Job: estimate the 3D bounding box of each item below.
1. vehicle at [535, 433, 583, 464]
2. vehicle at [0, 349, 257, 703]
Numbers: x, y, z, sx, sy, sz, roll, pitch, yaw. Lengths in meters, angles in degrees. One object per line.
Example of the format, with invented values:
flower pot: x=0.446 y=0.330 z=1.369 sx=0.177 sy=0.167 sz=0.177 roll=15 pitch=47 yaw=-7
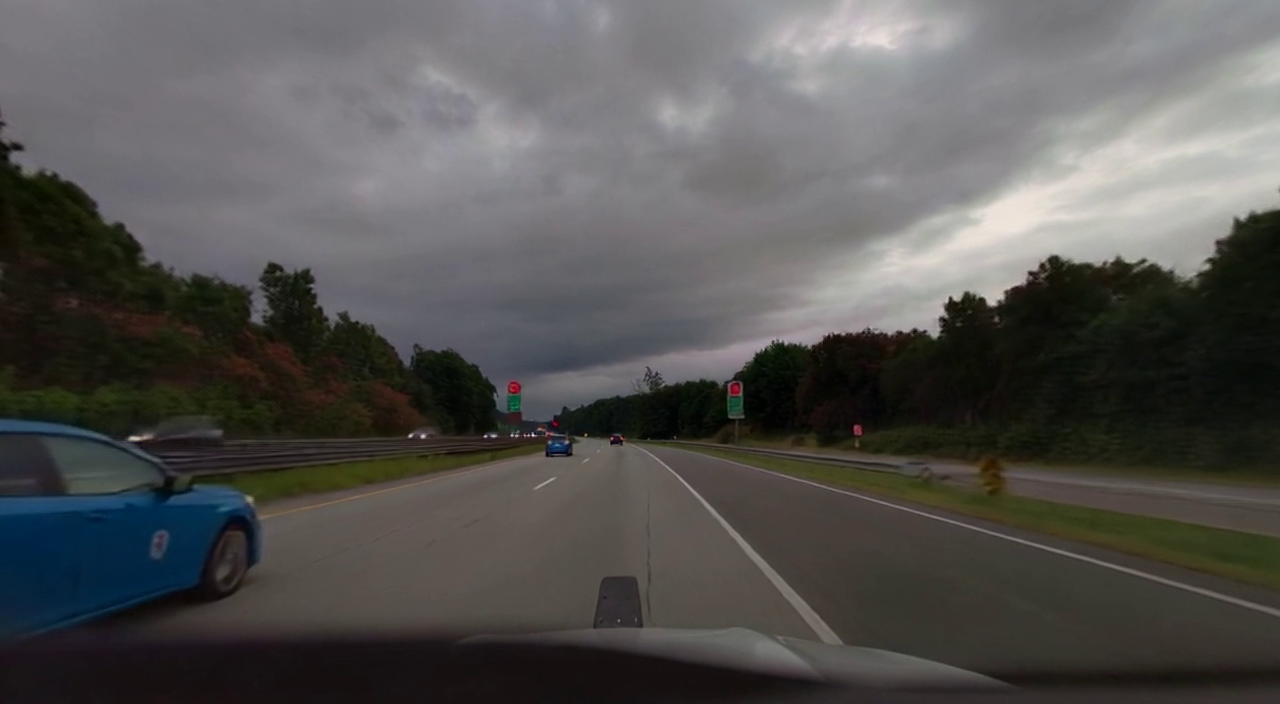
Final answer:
vehicle: x=-3.899 y=4.696 z=30.934 sx=1.874 sy=1.369 sz=3.875 roll=0 pitch=-8 yaw=-1
vehicle: x=-3.892 y=0.724 z=2.286 sx=2.047 sy=1.612 sz=4.631 roll=0 pitch=-8 yaw=0
